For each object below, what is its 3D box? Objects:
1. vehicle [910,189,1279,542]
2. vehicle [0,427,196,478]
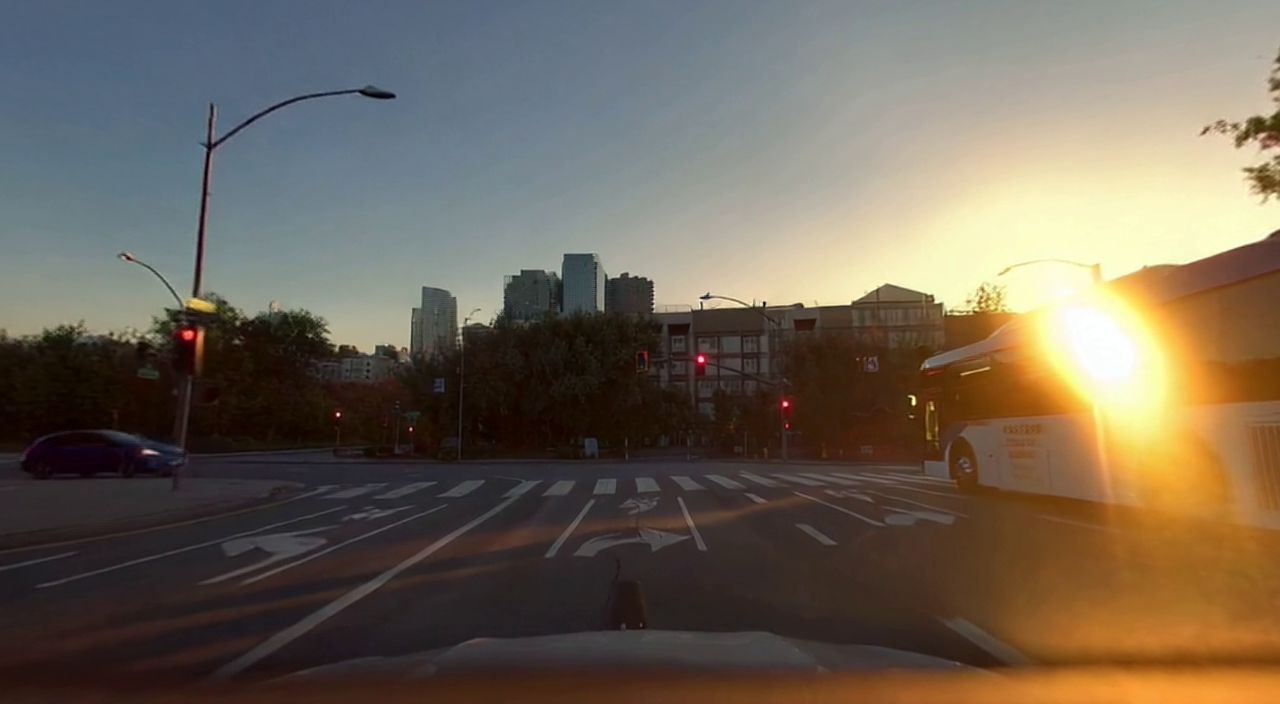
[{"bbox_3d":[9.221,0.905,12.324,2.916,4.009,13.397,-1,-8,4],"label":"vehicle"},{"bbox_3d":[-19.381,3.604,22.773,5.014,1.675,1.906,3,-9,-19],"label":"vehicle"}]
